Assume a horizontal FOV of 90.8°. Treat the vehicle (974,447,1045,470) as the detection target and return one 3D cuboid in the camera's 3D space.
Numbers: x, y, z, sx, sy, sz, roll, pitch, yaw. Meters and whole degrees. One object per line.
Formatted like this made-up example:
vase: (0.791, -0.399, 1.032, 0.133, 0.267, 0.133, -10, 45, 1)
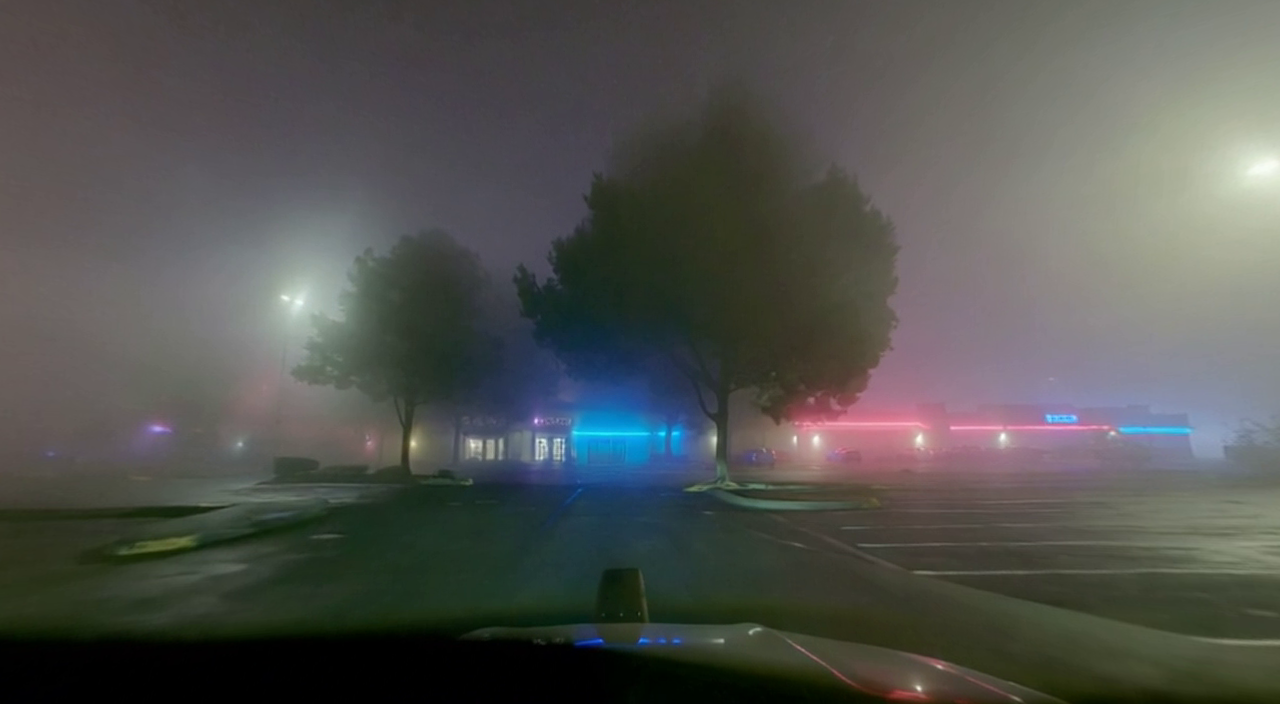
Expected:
vehicle: (26.550, 7.639, 45.603, 1.845, 1.463, 4.399, 1, -8, -12)
